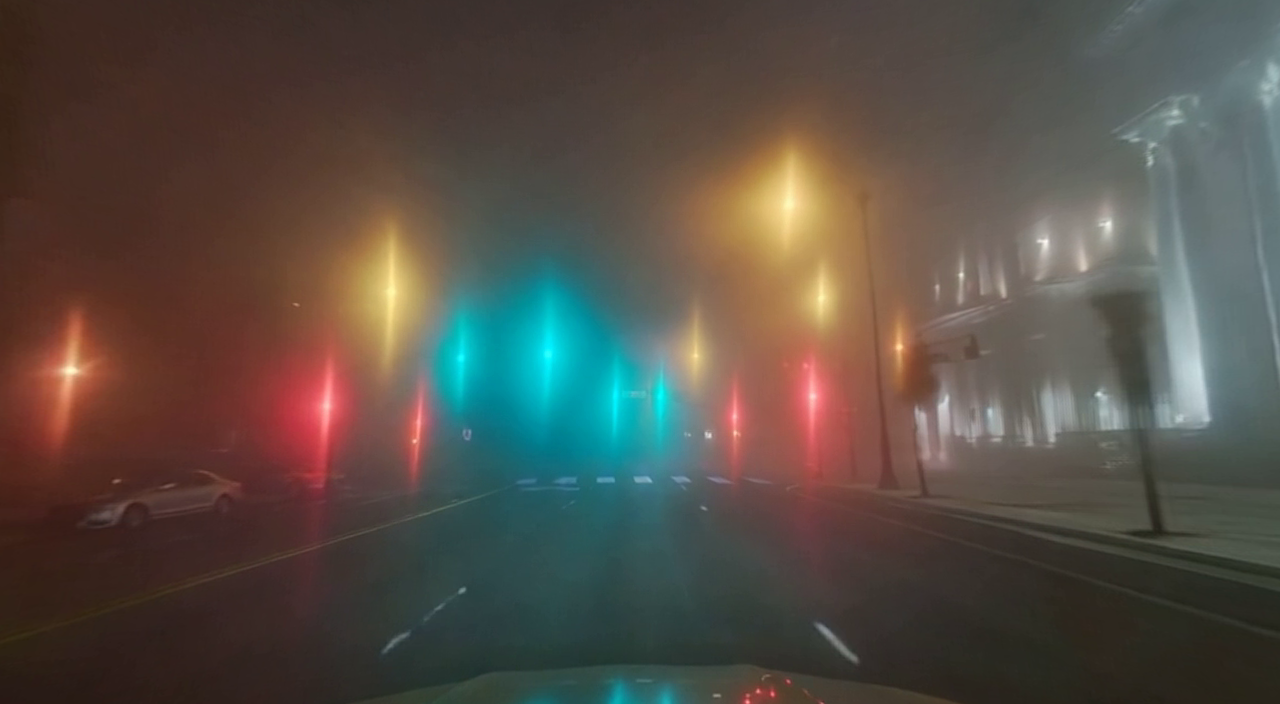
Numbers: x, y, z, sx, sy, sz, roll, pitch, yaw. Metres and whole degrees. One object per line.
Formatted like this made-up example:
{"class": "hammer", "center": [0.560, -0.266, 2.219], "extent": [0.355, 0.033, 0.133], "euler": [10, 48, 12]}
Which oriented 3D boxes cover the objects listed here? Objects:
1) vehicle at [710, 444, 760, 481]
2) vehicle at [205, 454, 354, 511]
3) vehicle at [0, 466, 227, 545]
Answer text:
{"class": "vehicle", "center": [4.299, 5.001, 28.859], "extent": [2.085, 1.530, 4.125], "euler": [-2, -9, 8]}
{"class": "vehicle", "center": [-12.457, 4.505, 22.401], "extent": [2.011, 1.668, 5.474], "euler": [-1, -8, 0]}
{"class": "vehicle", "center": [-12.338, 3.576, 15.281], "extent": [1.767, 1.455, 4.389], "euler": [0, -8, -1]}
